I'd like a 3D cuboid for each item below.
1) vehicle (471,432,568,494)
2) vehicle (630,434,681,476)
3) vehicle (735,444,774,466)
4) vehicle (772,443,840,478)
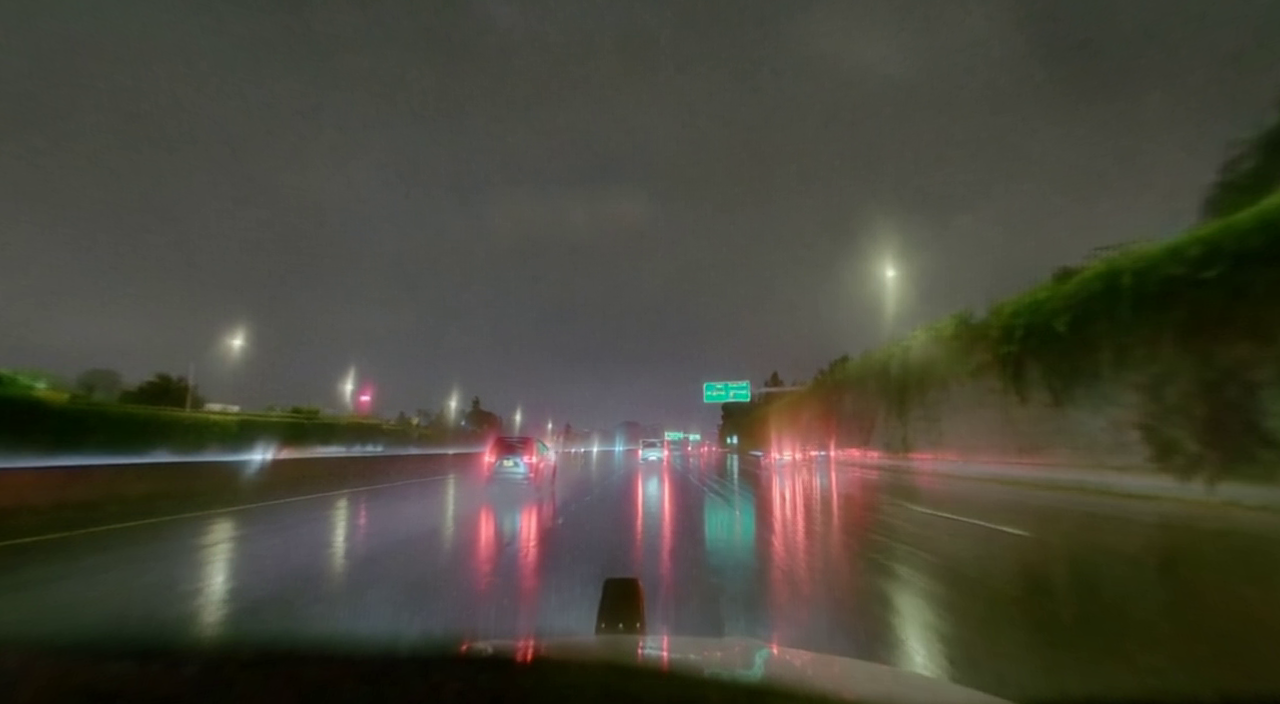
[{"bbox_3d":[-3.709,3.503,20.246,2.142,1.759,4.297,0,-9,2],"label":"vehicle"},{"bbox_3d":[0.769,5.025,30.874,2.270,1.862,4.949,0,-9,1],"label":"vehicle"},{"bbox_3d":[8.238,7.460,45.716,2.005,1.456,4.287,0,-9,0],"label":"vehicle"},{"bbox_3d":[7.506,4.928,28.913,1.936,1.480,4.373,0,-9,0],"label":"vehicle"}]
